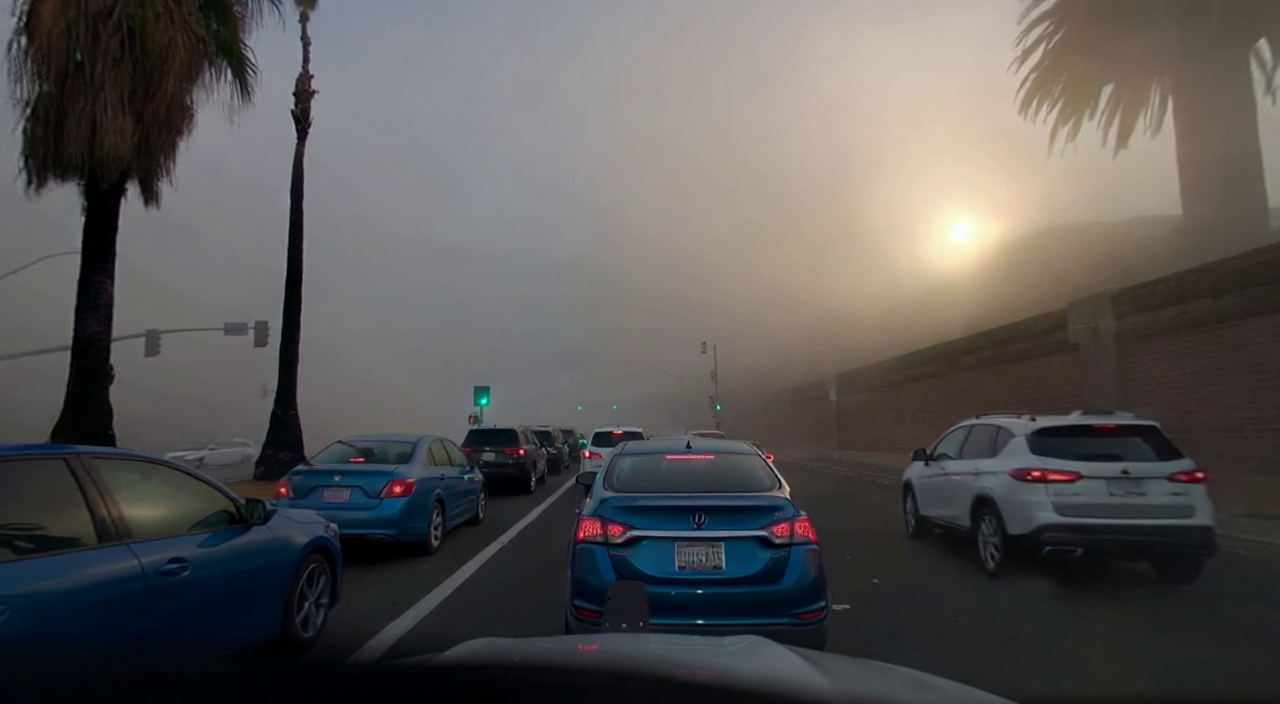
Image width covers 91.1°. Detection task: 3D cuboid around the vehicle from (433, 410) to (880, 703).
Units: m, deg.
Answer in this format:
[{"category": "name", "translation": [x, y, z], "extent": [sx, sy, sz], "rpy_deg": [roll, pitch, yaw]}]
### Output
[{"category": "vehicle", "translation": [0.045, 1.338, 5.195], "extent": [2.128, 1.473, 4.272], "rpy_deg": [0, -8, -1]}]

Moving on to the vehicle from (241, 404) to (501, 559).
[{"category": "vehicle", "translation": [-3.518, 1.778, 9.271], "extent": [2.055, 1.746, 4.136], "rpy_deg": [0, -8, -1]}]

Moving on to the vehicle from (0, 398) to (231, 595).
[{"category": "vehicle", "translation": [-6.674, 1.403, 6.384], "extent": [1.963, 1.721, 4.662], "rpy_deg": [0, -8, -2]}]

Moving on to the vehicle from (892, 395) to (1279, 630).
[{"category": "vehicle", "translation": [4.427, 1.524, 6.988], "extent": [2.112, 1.717, 4.432], "rpy_deg": [-2, -9, 10]}]
